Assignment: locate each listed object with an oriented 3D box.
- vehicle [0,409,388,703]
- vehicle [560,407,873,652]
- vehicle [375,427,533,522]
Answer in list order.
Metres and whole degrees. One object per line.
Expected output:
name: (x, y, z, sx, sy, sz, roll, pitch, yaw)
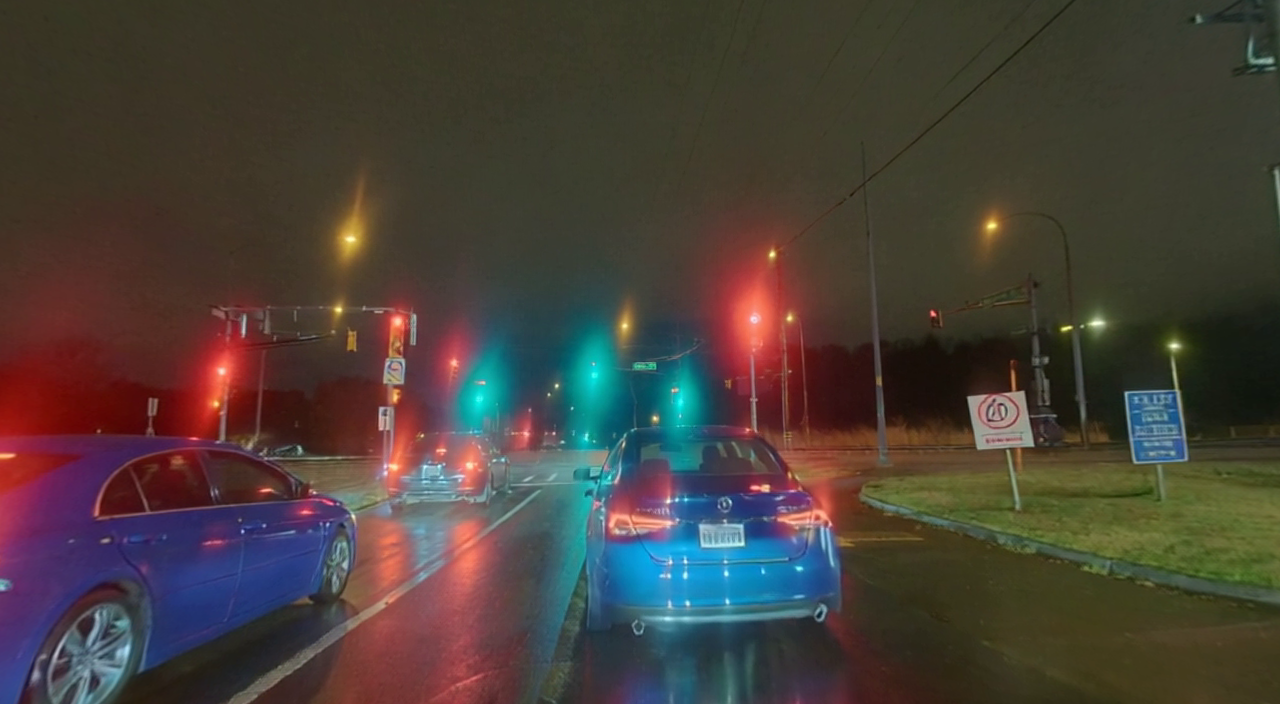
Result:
vehicle: (-3.707, 1.249, 4.458, 1.956, 1.468, 4.585, 0, -9, 0)
vehicle: (0.389, 1.419, 6.064, 1.998, 1.529, 3.960, 0, -9, -3)
vehicle: (-3.357, 2.289, 12.292, 1.984, 1.505, 3.982, 0, -9, -2)
